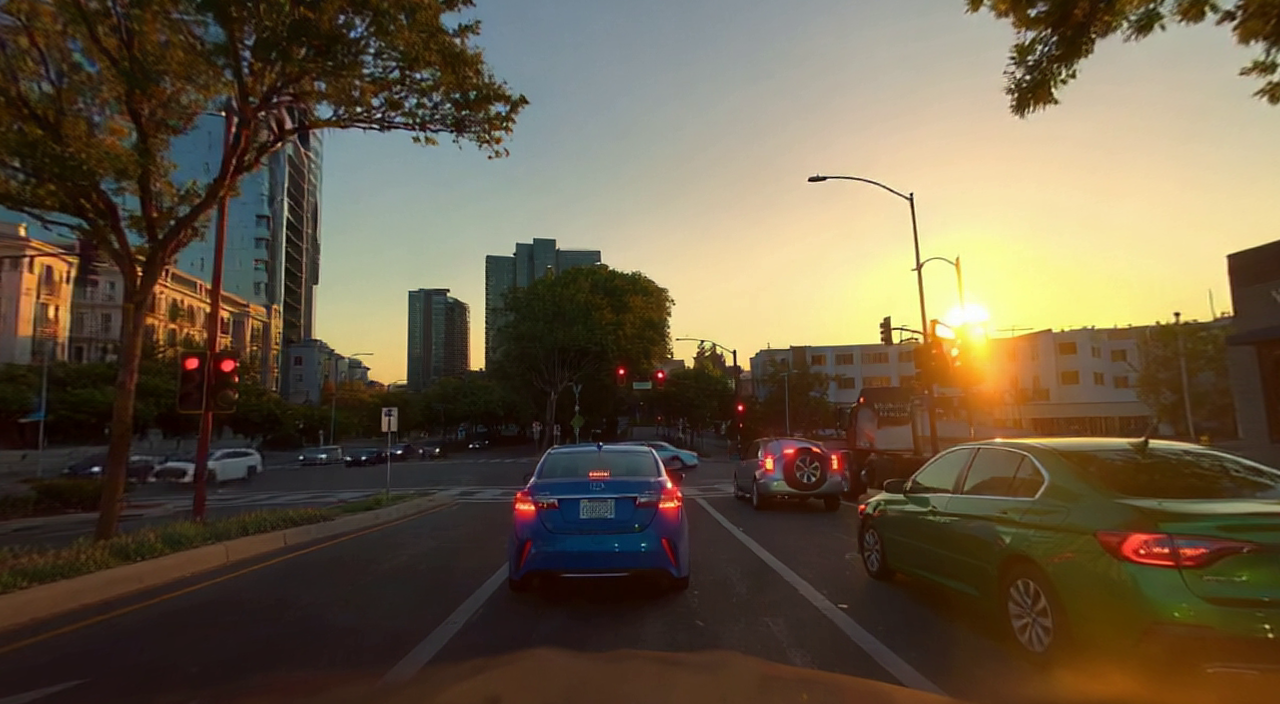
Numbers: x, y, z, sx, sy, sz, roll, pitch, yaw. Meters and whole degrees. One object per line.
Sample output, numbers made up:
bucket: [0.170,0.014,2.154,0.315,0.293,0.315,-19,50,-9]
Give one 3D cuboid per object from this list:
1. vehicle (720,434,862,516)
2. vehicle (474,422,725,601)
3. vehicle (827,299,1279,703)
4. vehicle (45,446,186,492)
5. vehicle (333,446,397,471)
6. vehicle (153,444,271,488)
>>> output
vehicle: [3.160,2.677,14.322,2.026,1.549,4.559,0,-8,-1]
vehicle: [-0.367,1.654,7.405,2.143,1.520,3.848,0,-8,-1]
vehicle: [3.582,1.106,5.067,2.572,1.945,5.065,0,-8,0]
vehicle: [-21.705,4.819,26.444,1.935,1.701,4.590,0,-8,0]
vehicle: [-18.032,6.968,41.665,2.130,1.550,4.618,0,-8,0]
vehicle: [-17.990,4.774,26.844,1.976,1.667,4.274,0,-8,1]
